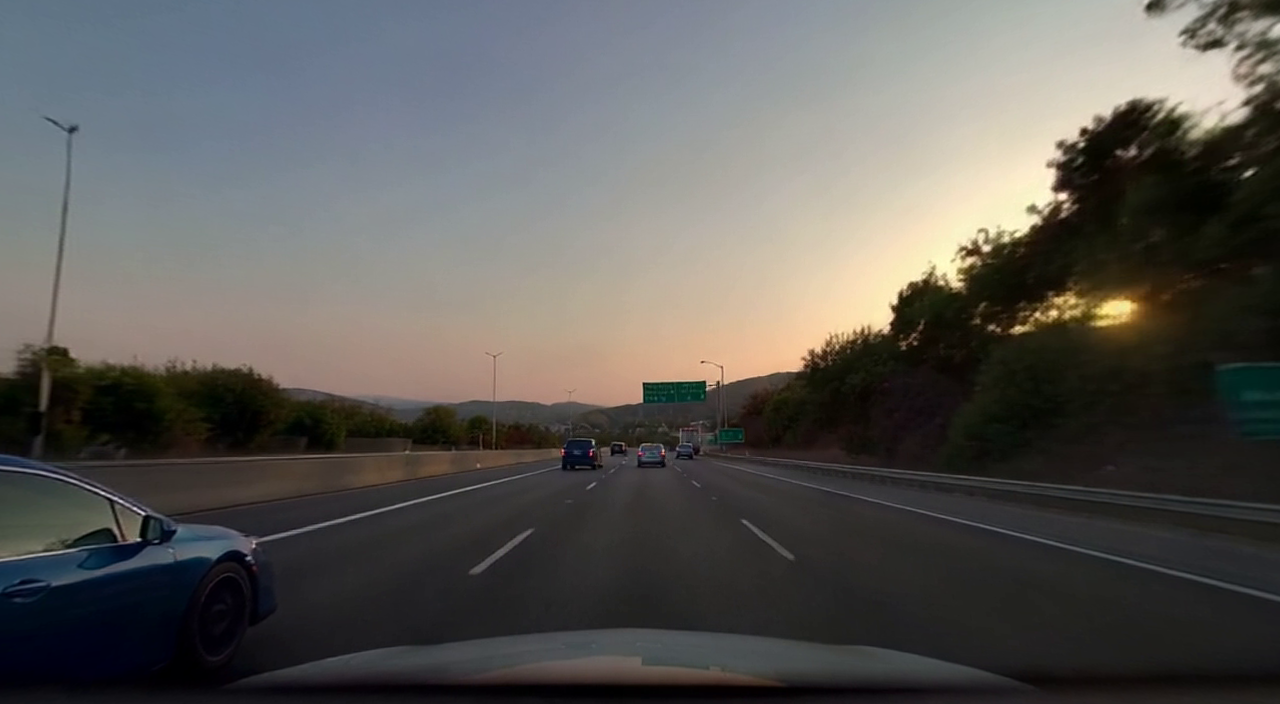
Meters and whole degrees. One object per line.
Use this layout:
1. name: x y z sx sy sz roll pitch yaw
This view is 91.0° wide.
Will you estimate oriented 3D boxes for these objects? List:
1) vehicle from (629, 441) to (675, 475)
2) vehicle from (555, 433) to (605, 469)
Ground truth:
1. vehicle: 0.591 5.170 30.995 2.086 1.548 4.325 0 -9 1
2. vehicle: -3.378 5.700 36.289 2.264 1.901 4.647 0 -9 2
